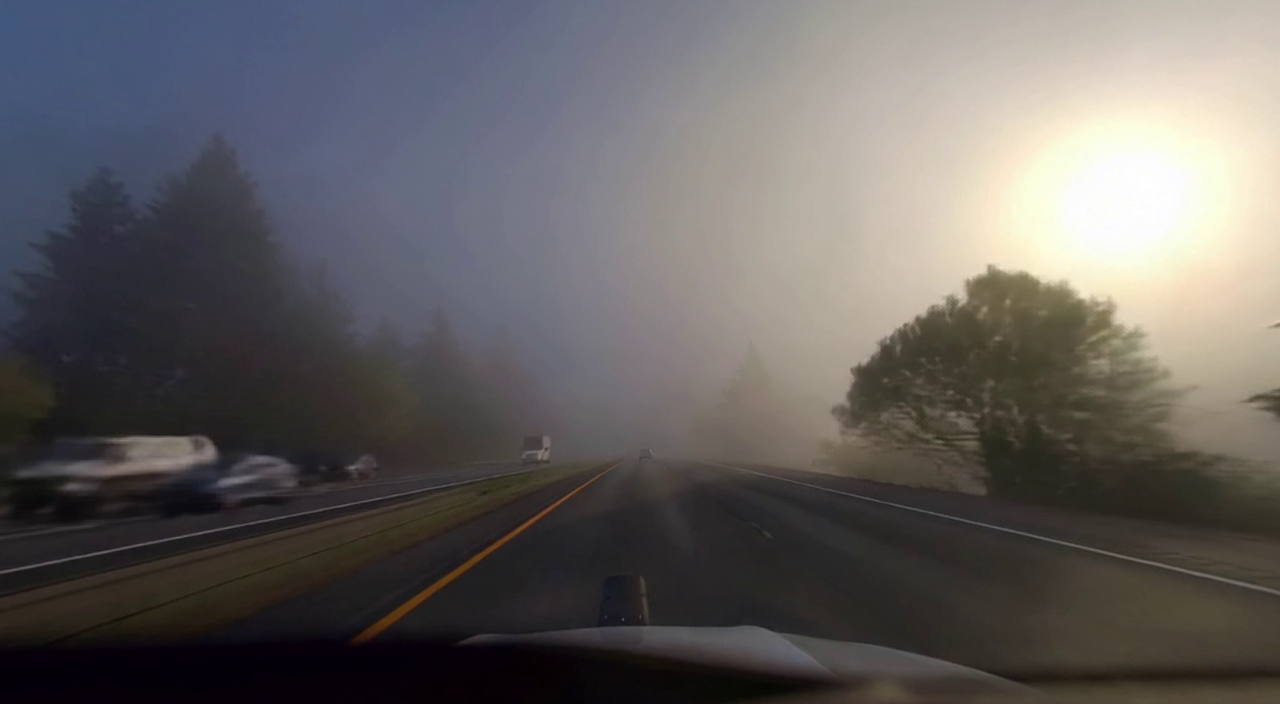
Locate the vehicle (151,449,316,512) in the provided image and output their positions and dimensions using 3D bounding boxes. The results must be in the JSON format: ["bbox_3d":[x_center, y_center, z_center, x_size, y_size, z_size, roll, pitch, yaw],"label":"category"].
[{"bbox_3d":[-11.642,3.665,18.503,1.821,1.584,4.498,0,-9,0],"label":"vehicle"}]

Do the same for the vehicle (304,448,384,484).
[{"bbox_3d":[-16.621,6.393,35.717,2.050,1.910,4.898,0,-9,0],"label":"vehicle"}]
